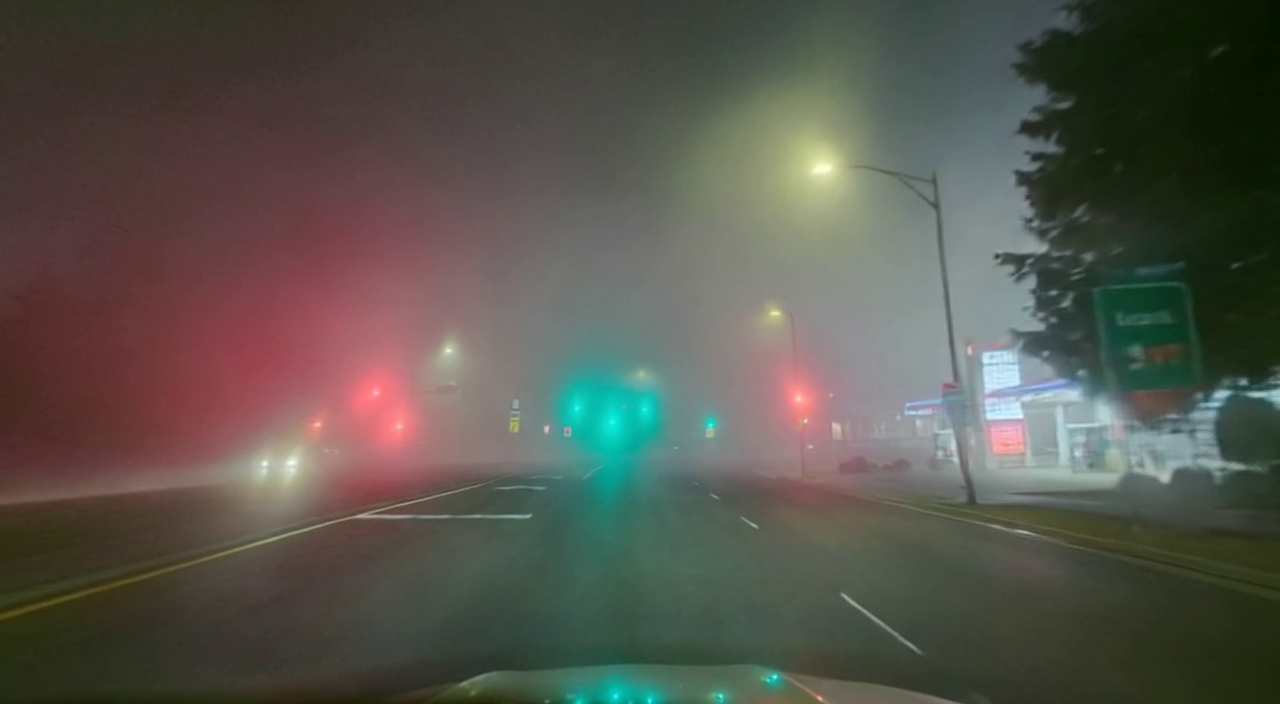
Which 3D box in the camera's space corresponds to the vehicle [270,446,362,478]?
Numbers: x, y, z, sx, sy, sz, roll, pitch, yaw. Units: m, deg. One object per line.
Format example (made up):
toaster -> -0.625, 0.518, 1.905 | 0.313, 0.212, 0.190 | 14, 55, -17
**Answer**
vehicle -> -15.979, 5.428, 31.487 | 1.911, 1.478, 4.601 | -1, -8, 4
